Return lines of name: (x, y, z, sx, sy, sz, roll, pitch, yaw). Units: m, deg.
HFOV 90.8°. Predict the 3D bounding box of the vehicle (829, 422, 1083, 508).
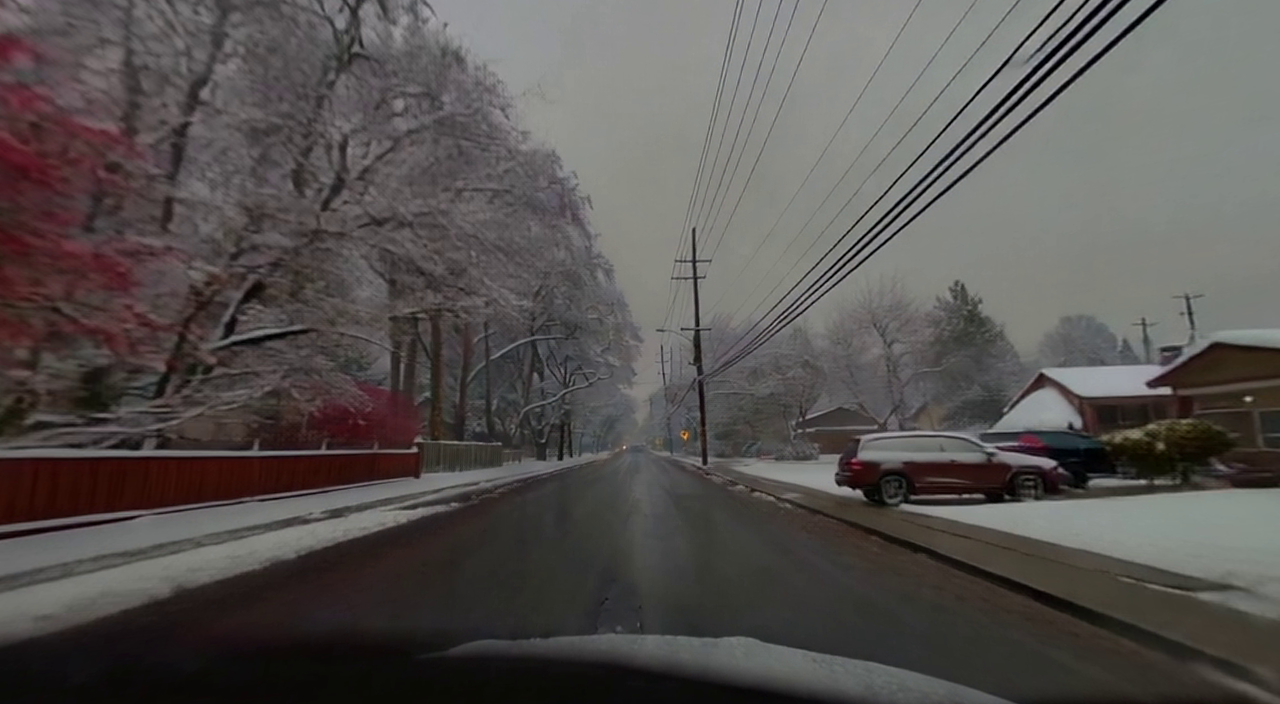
vehicle: (7.176, 2.613, 14.834, 4.806, 1.851, 2.050, 0, -9, 2)
